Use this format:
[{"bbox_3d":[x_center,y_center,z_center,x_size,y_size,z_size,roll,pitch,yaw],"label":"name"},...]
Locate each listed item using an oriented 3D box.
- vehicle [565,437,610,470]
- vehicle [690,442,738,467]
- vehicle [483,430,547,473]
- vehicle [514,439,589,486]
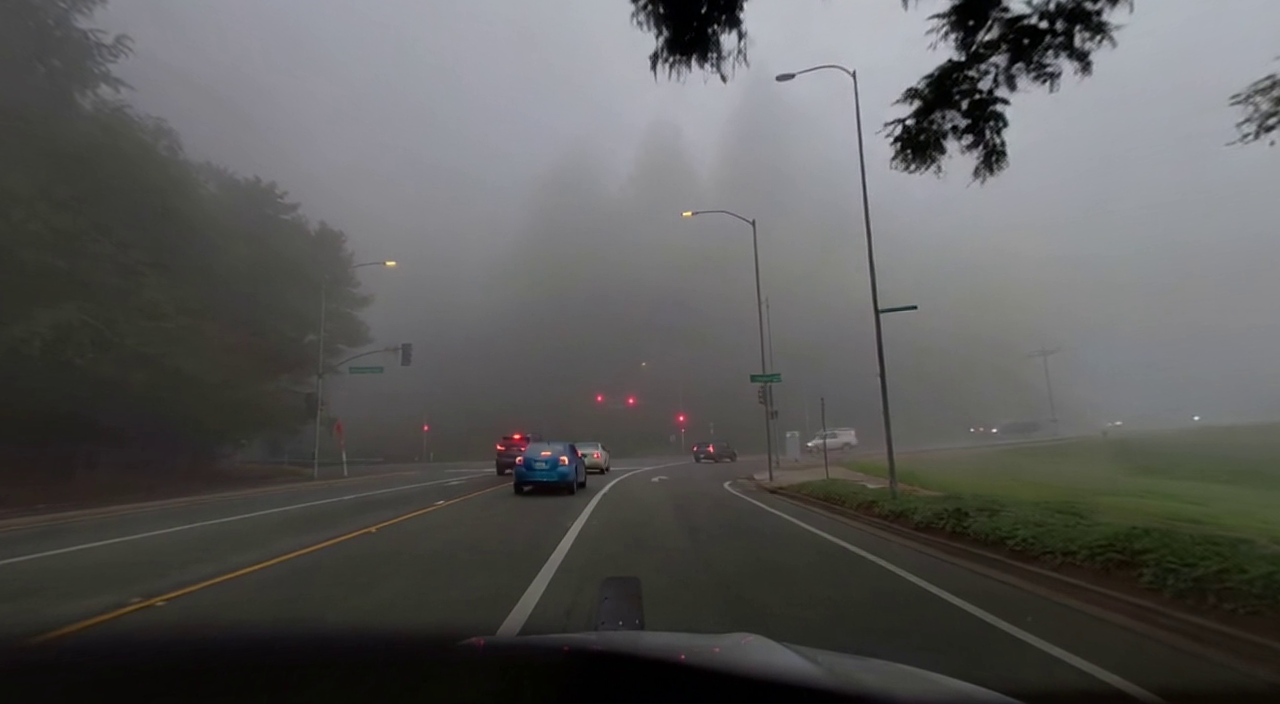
[{"bbox_3d":[-2.789,5.546,34.667,2.055,1.679,4.155,0,-9,1],"label":"vehicle"},{"bbox_3d":[4.507,6.136,38.055,1.945,1.410,4.284,-3,-9,19],"label":"vehicle"},{"bbox_3d":[-6.268,5.073,32.348,2.390,2.020,5.085,0,-9,-2],"label":"vehicle"},{"bbox_3d":[-2.974,3.834,22.145,1.979,1.492,3.930,0,-9,1],"label":"vehicle"}]
